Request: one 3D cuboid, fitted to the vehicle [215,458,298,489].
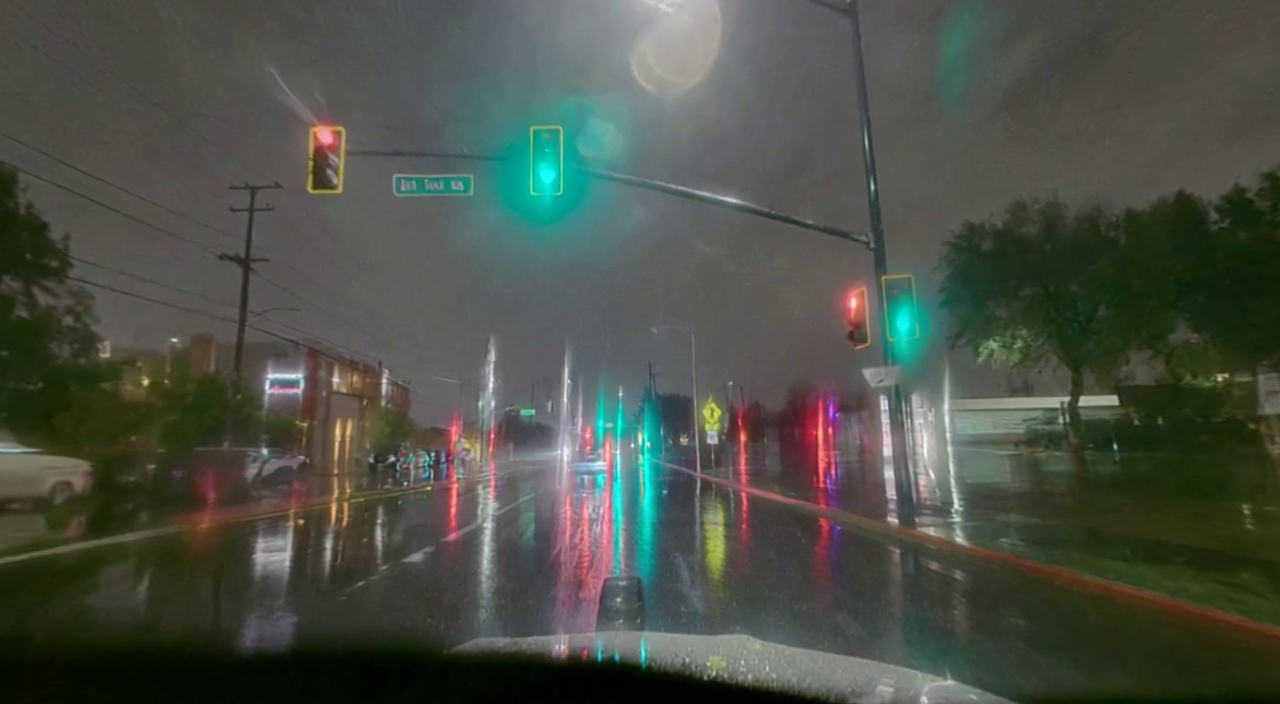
[{"bbox_3d":[-20.148,6.393,33.431,1.786,1.439,4.312,0,-9,-2],"label":"vehicle"}]

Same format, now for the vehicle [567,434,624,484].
[{"bbox_3d":[-1.681,4.140,24.588,2.022,1.757,4.041,0,-9,-3],"label":"vehicle"}]

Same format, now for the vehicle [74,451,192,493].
[{"bbox_3d":[-25.635,6.064,32.037,4.508,1.776,1.932,-3,-8,4],"label":"vehicle"}]
